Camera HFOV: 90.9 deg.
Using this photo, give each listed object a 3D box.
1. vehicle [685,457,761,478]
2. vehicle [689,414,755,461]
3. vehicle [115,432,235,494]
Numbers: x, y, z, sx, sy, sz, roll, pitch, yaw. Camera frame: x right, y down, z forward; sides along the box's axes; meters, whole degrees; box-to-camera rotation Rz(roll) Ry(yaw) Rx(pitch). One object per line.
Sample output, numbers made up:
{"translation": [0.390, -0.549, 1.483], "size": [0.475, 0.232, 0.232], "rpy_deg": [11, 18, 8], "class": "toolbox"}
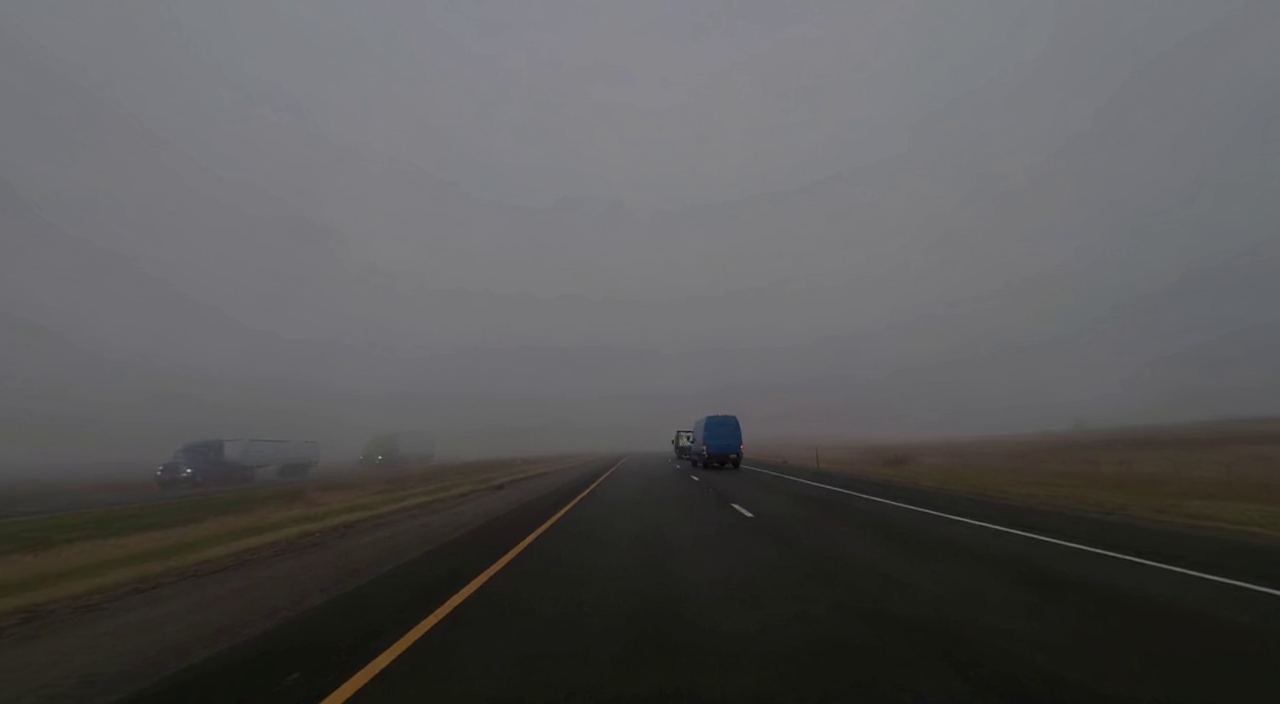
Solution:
{"translation": [3.910, 5.645, 31.116], "size": [2.702, 0.824, 6.391], "rpy_deg": [0, -8, -2], "class": "vehicle"}
{"translation": [3.879, 4.300, 31.057], "size": [2.444, 2.053, 5.616], "rpy_deg": [-1, -9, 0], "class": "vehicle"}
{"translation": [-32.766, 7.789, 44.884], "size": [3.025, 3.975, 6.964], "rpy_deg": [0, -8, 0], "class": "vehicle"}
